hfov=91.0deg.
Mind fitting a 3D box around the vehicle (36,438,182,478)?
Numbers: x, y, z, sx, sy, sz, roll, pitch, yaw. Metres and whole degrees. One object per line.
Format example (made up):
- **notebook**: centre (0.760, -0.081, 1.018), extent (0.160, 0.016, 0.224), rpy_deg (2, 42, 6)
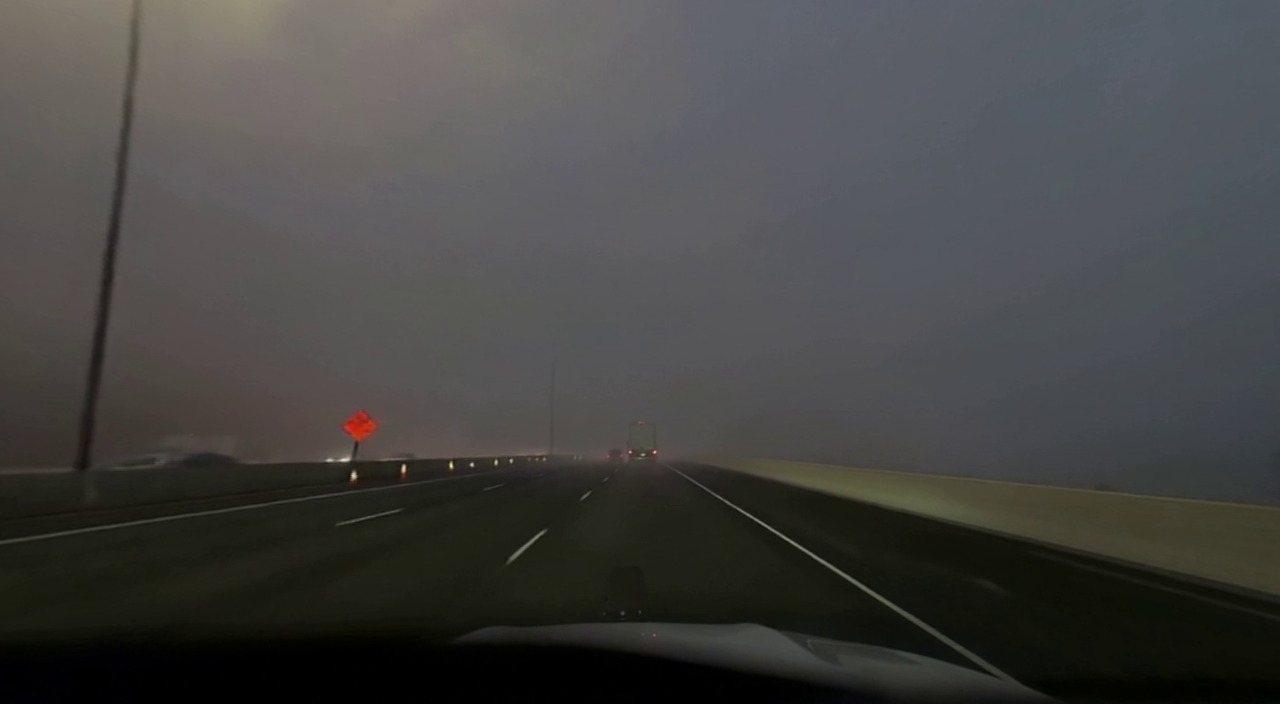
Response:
- **vehicle**: centre (-23.405, 4.687, 28.089), extent (2.141, 1.619, 4.968), rpy_deg (0, -9, 0)
